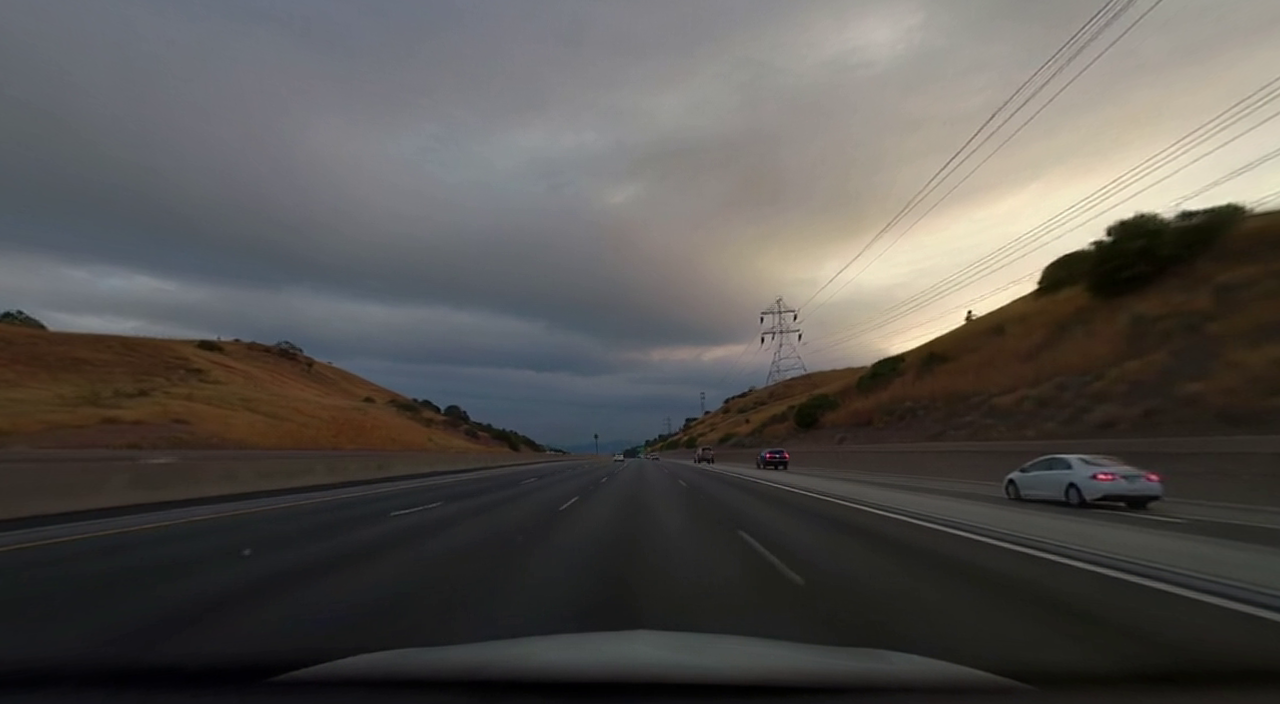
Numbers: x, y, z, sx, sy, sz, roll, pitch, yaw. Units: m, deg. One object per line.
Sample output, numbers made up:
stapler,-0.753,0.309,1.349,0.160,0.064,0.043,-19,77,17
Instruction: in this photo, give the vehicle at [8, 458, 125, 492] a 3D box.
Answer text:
vehicle,-29.217,6.259,32.329,1.793,1.511,4.676,1,-9,-3

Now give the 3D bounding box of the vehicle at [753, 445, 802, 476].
vehicle,8.886,7.012,41.017,2.108,1.870,4.435,0,-9,-1

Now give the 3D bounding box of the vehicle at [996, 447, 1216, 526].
vehicle,9.934,2.845,13.880,1.884,1.486,3.770,0,-9,-1
